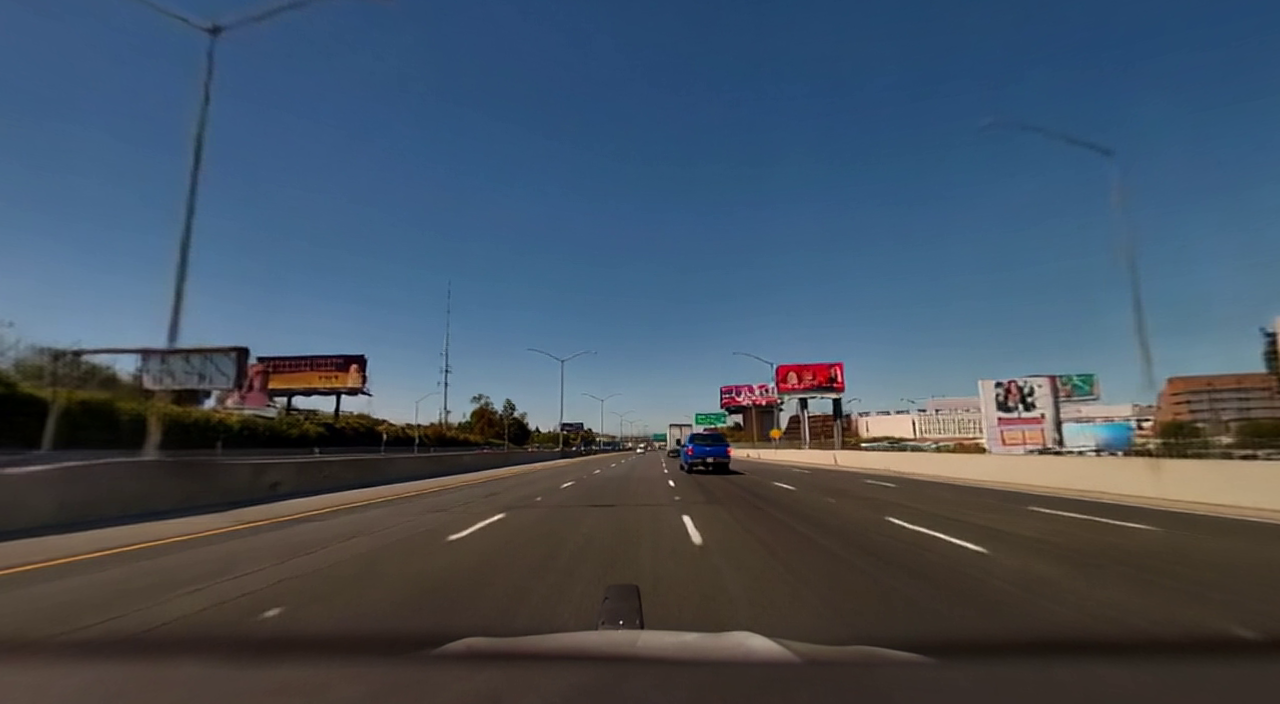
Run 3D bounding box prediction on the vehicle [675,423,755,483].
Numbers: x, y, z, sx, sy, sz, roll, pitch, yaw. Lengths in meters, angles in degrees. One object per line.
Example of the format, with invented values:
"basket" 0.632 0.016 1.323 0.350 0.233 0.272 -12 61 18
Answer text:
"vehicle" 2.899 4.170 26.171 2.740 2.157 6.300 -1 -9 2
